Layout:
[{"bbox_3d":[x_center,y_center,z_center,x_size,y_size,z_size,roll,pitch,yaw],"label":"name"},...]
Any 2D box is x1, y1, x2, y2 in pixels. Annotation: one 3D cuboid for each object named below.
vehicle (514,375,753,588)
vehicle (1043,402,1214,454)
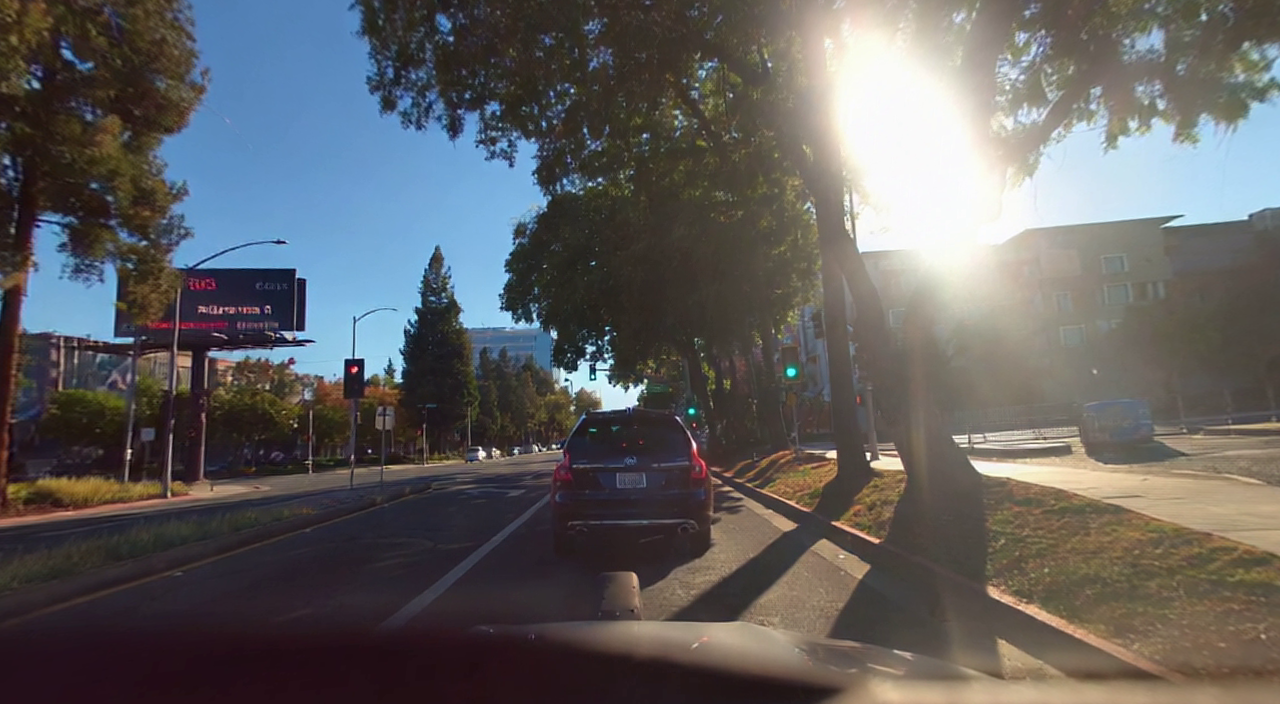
[{"bbox_3d":[-0.056,1.439,7.673,2.142,1.904,3.816,-1,-8,0],"label":"vehicle"},{"bbox_3d":[15.281,2.445,19.925,3.750,1.502,1.781,-2,-8,13],"label":"vehicle"}]
